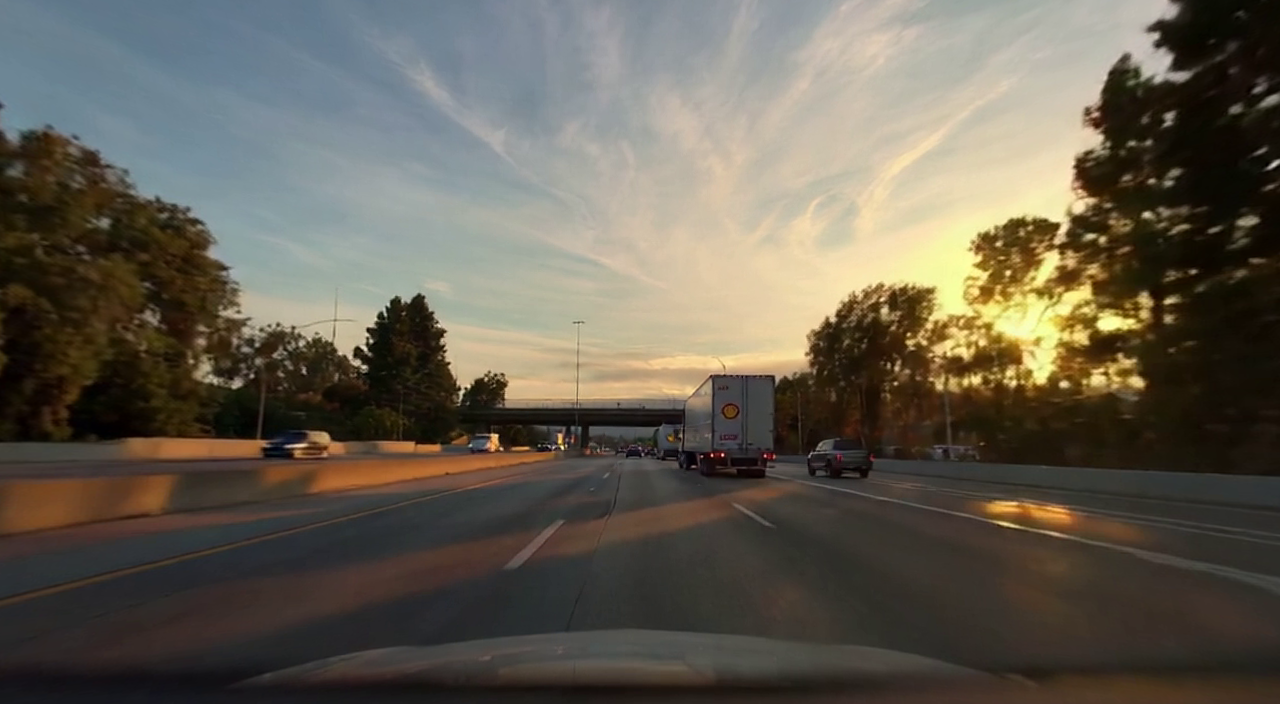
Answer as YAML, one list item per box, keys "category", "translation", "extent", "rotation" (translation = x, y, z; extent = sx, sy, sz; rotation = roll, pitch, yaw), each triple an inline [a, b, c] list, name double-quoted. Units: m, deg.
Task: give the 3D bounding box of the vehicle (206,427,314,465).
- category: "vehicle"
  translation: [-16.088, 4.018, 26.994]
  extent: [1.842, 1.493, 4.429]
  rotation: [0, -9, 0]

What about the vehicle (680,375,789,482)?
- category: "vehicle"
  translation: [3.972, 3.885, 30.603]
  extent: [2.922, 3.987, 14.038]
  rotation: [0, -9, -1]
